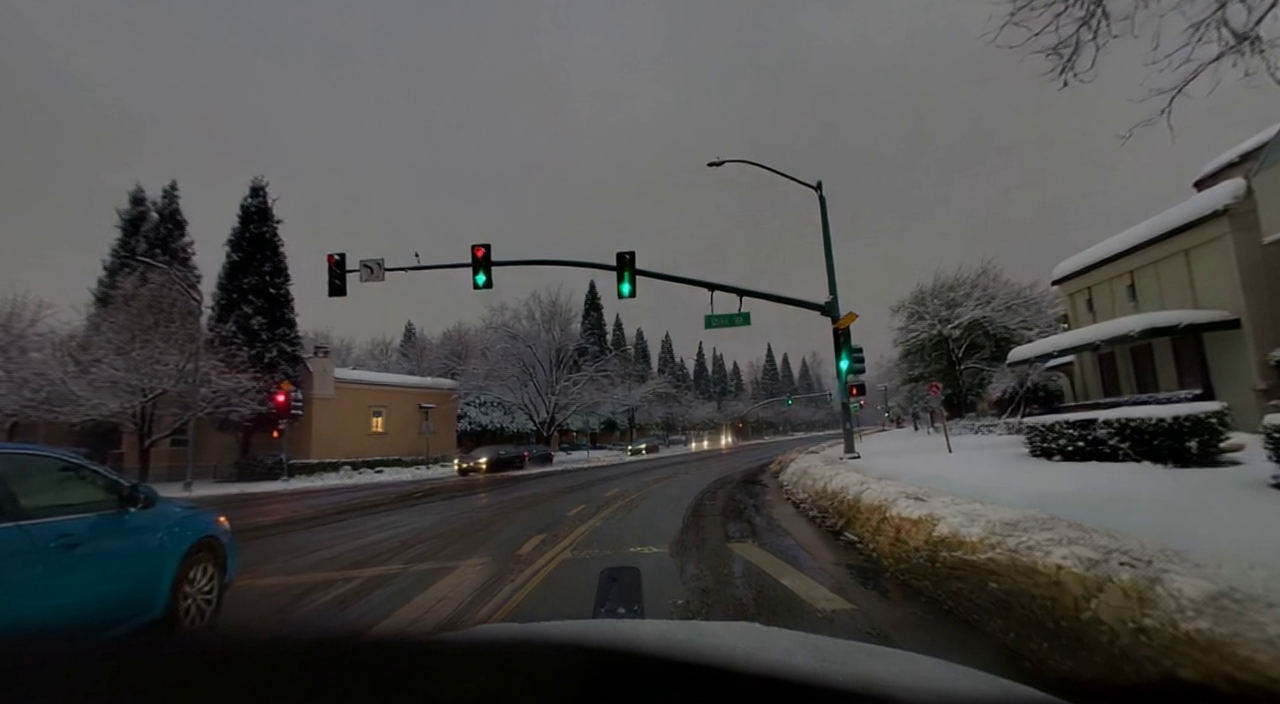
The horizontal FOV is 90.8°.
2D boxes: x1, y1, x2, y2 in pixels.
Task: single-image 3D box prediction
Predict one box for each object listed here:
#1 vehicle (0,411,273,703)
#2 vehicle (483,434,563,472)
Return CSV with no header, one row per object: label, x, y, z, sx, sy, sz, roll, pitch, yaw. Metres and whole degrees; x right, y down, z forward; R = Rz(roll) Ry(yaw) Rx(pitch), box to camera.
vehicle,-3.322,0.871,1.640,2.071,1.482,4.446,0,-9,0
vehicle,-5.863,5.162,32.370,2.181,1.792,4.648,-3,-9,16
